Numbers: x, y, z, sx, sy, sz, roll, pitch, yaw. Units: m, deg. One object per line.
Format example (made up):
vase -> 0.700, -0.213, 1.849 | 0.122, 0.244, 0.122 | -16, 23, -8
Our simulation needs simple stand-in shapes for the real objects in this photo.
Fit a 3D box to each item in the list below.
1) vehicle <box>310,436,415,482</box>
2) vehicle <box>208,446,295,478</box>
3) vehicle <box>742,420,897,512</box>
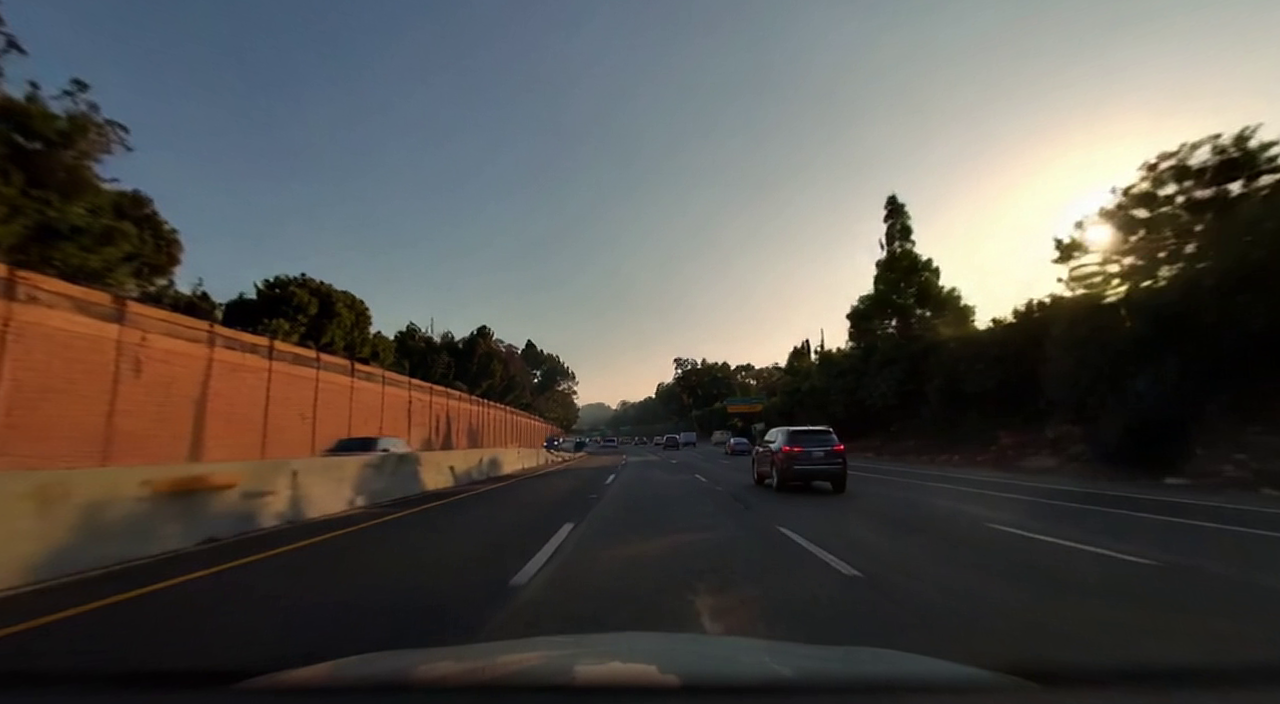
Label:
vehicle -> -10.842, 4.195, 25.072 | 2.115, 1.642, 4.503 | 0, -8, 0
vehicle -> -21.706, 6.129, 35.469 | 2.108, 1.664, 4.363 | 0, -8, 0
vehicle -> 3.901, 2.579, 14.755 | 2.190, 1.783, 4.637 | 0, -8, -1
